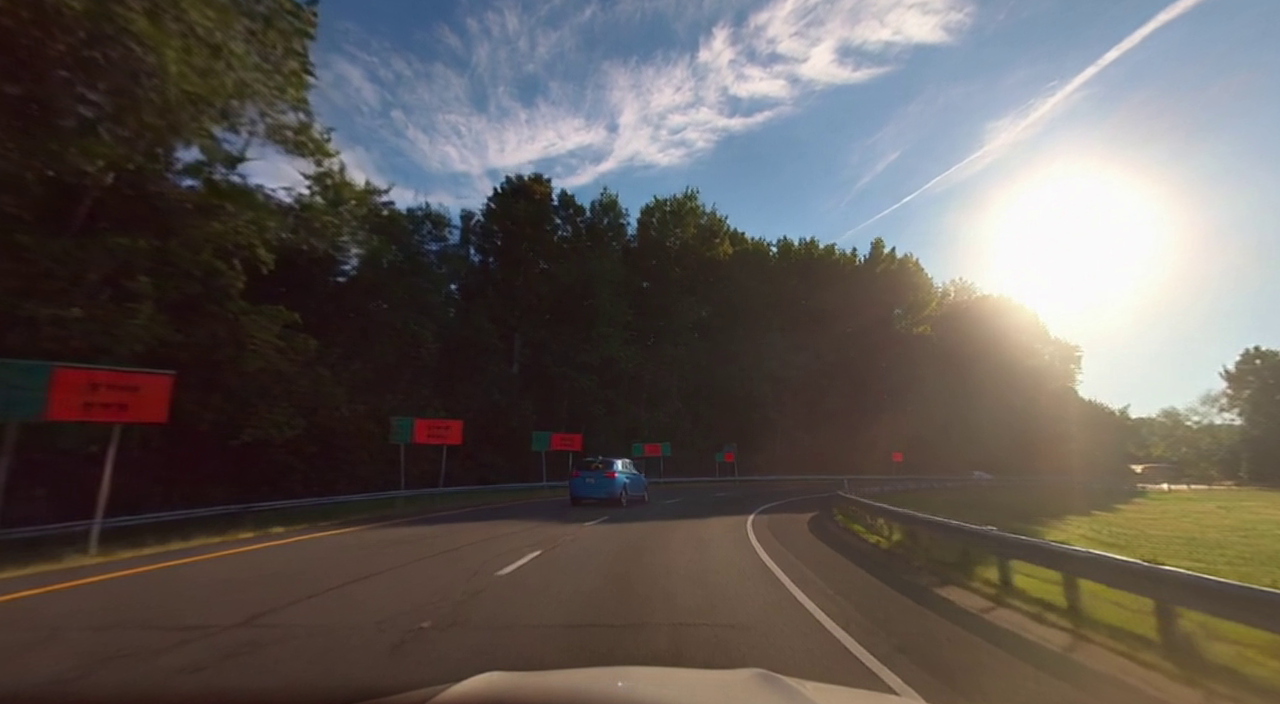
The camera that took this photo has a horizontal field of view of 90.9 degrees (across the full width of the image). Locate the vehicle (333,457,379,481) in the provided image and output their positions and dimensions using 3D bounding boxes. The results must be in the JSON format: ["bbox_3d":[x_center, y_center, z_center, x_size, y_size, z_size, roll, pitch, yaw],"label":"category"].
[{"bbox_3d":[-18.774,7.763,41.804,1.758,1.470,3.823,2,-10,-8],"label":"vehicle"}]

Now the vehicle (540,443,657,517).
[{"bbox_3d":[-0.938,3.415,17.128,1.997,1.692,4.422,-1,-10,12],"label":"vehicle"}]
